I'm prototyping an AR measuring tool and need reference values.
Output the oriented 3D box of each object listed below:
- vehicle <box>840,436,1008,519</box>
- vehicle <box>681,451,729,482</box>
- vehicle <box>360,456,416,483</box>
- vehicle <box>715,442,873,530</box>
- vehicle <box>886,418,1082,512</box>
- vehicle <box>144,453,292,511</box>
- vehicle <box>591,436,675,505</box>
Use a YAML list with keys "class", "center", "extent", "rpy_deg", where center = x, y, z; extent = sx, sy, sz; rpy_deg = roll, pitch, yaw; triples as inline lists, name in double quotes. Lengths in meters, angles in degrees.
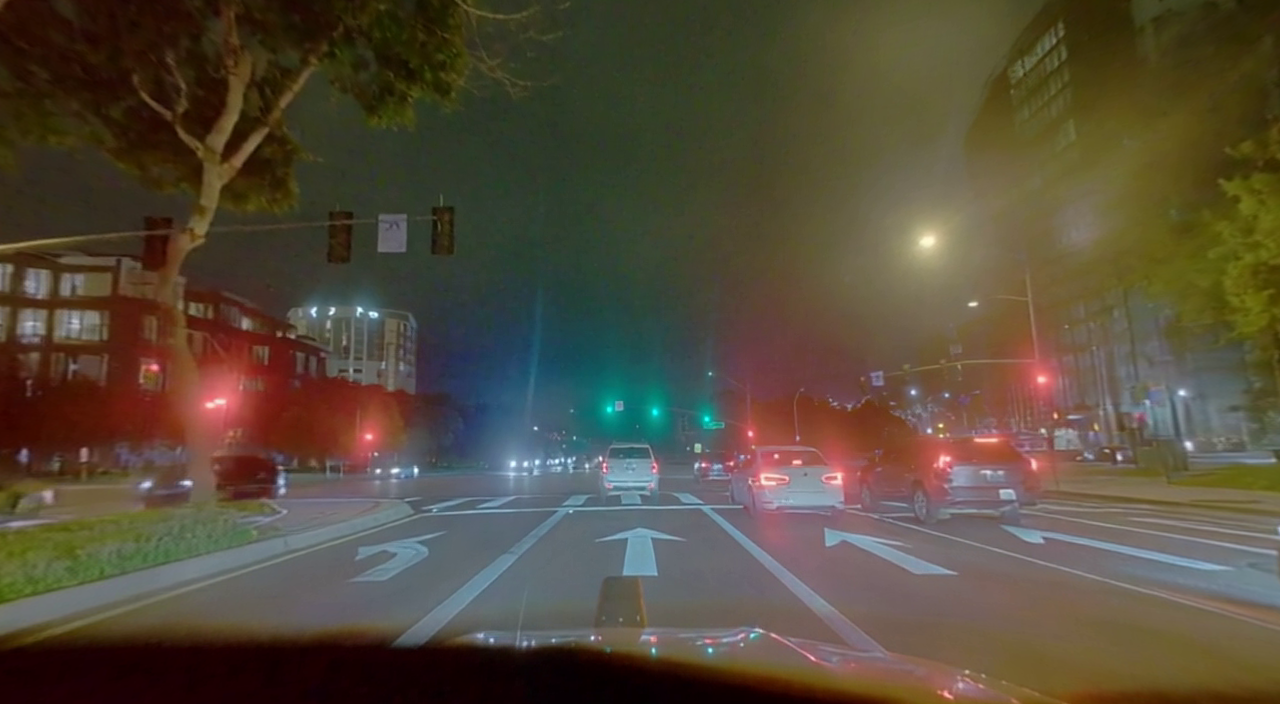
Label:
- class: "vehicle"
  center: [6.657, 2.961, 15.471]
  extent: [1.987, 1.730, 4.373]
  rpy_deg: [0, -9, -1]
- class: "vehicle"
  center: [3.361, 6.009, 33.492]
  extent: [2.004, 1.523, 4.263]
  rpy_deg: [0, -9, -1]
- class: "vehicle"
  center: [-17.376, 8.086, 43.857]
  extent: [1.962, 1.672, 4.514]
  rpy_deg: [0, -9, 0]
- class: "vehicle"
  center: [3.044, 2.757, 13.728]
  extent: [2.034, 1.558, 4.774]
  rpy_deg: [0, -9, -2]
- class: "vehicle"
  center: [9.556, 3.191, 18.302]
  extent: [2.683, 2.319, 5.058]
  rpy_deg: [0, -9, -1]
- class: "vehicle"
  center: [-14.178, 4.348, 21.634]
  extent: [1.961, 1.693, 4.557]
  rpy_deg: [0, -9, -1]
- class: "vehicle"
  center: [-0.207, 3.502, 19.136]
  extent: [2.236, 1.827, 4.316]
  rpy_deg: [0, -9, -1]
